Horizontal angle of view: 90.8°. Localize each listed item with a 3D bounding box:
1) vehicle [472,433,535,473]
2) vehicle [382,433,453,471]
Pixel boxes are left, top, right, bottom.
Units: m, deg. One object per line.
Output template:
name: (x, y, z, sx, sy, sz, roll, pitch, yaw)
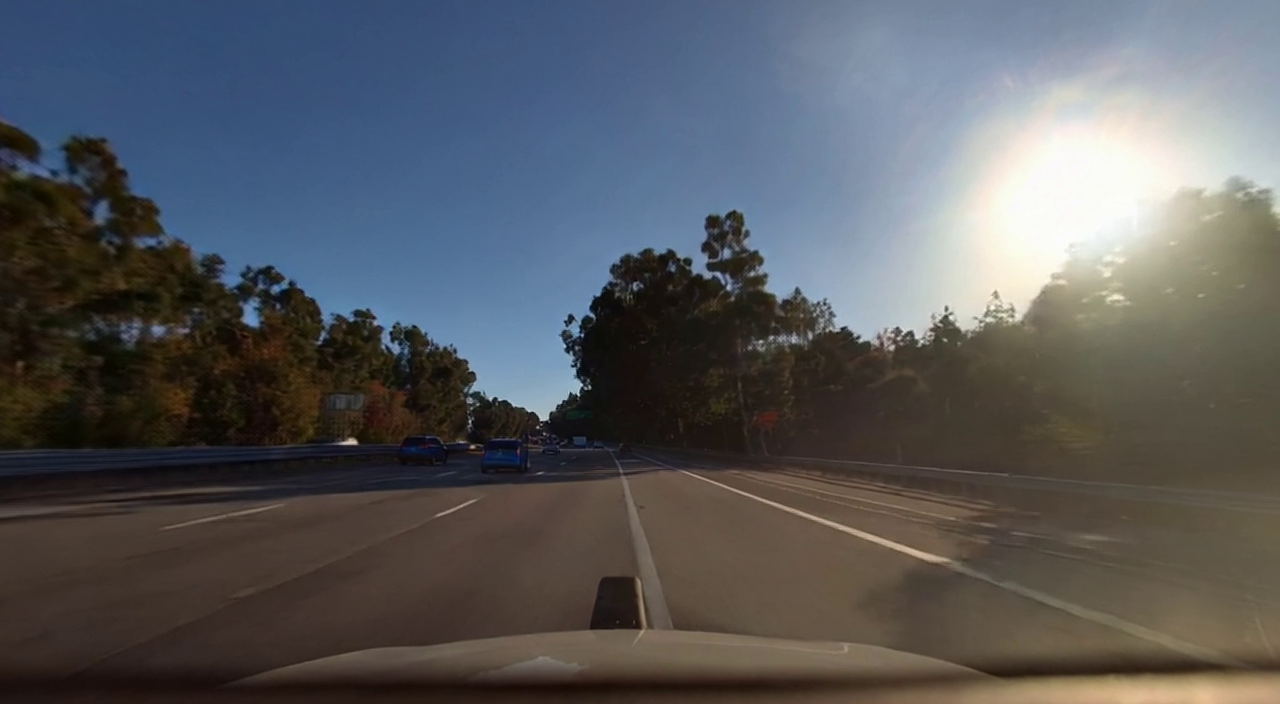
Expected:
vehicle: (-6.436, 4.839, 30.312, 2.146, 1.766, 4.502, 0, -9, -2)
vehicle: (-10.793, 4.885, 31.019, 2.016, 1.711, 4.365, 0, -9, -2)
